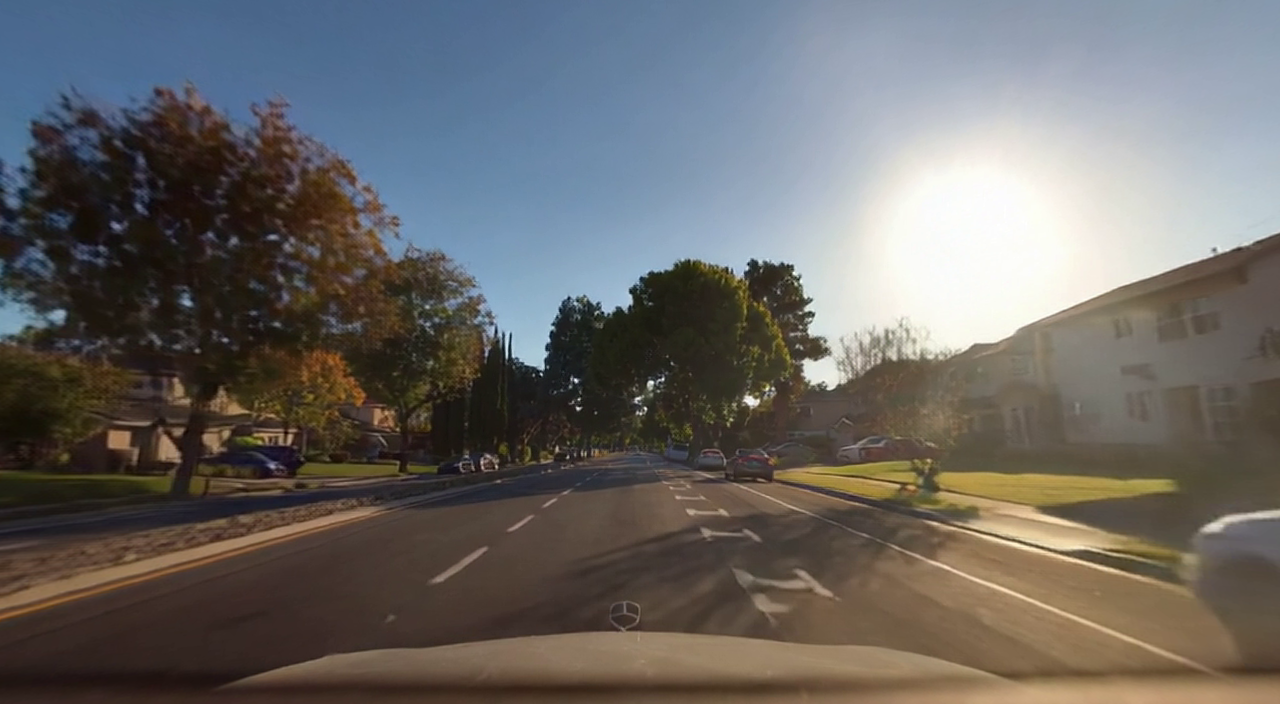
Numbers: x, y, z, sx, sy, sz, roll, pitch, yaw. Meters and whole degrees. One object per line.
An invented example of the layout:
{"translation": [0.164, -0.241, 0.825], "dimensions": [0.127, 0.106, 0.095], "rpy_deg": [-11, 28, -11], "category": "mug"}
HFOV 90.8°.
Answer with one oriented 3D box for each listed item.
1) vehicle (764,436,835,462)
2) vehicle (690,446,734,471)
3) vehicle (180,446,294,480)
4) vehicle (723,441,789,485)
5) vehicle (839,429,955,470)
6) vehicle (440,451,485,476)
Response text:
{"translation": [12.391, 7.554, 49.305], "dimensions": [4.825, 1.675, 2.184], "rpy_deg": [-3, -7, -2], "category": "vehicle"}
{"translation": [4.559, 6.861, 40.870], "dimensions": [2.035, 1.498, 4.910], "rpy_deg": [0, -9, -3], "category": "vehicle"}
{"translation": [-21.008, 5.781, 33.049], "dimensions": [4.534, 1.536, 1.952], "rpy_deg": [2, -8, 0], "category": "vehicle"}
{"translation": [4.704, 4.608, 26.305], "dimensions": [1.934, 1.546, 5.009], "rpy_deg": [3, -10, 2], "category": "vehicle"}
{"translation": [12.676, 4.868, 31.440], "dimensions": [4.850, 1.610, 1.980], "rpy_deg": [-4, -9, 3], "category": "vehicle"}
{"translation": [-12.787, 8.054, 45.822], "dimensions": [1.925, 1.498, 4.850], "rpy_deg": [-5, -8, -1], "category": "vehicle"}
